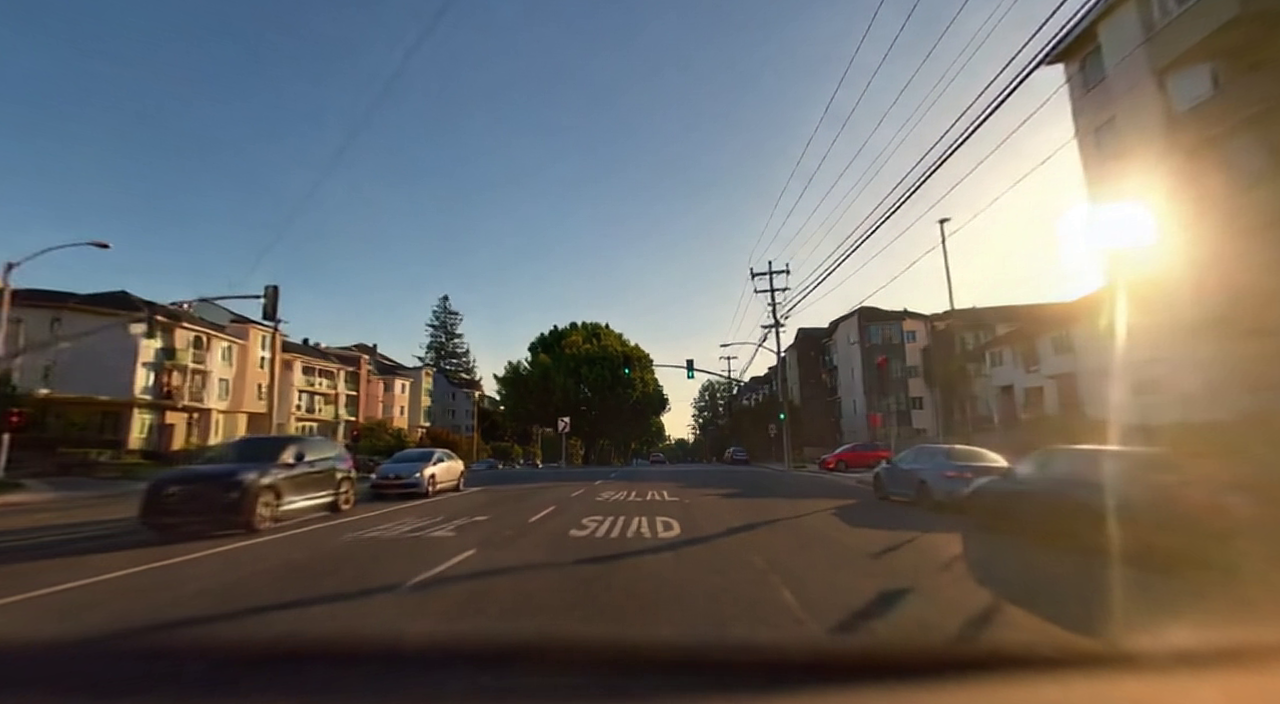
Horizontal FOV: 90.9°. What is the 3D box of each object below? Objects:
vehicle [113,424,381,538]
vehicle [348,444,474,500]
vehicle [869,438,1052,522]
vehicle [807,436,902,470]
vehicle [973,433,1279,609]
[{"bbox_3d":[-7.347,2.429,12.633,2.074,1.794,4.832,-1,-8,3],"label":"vehicle"},{"bbox_3d":[-6.863,3.618,19.534,1.953,1.471,4.744,-1,-8,2],"label":"vehicle"},{"bbox_3d":[6.606,2.632,13.591,1.838,1.496,4.064,-1,-8,1],"label":"vehicle"},{"bbox_3d":[10.772,5.102,31.964,4.171,1.654,1.919,-1,-8,5],"label":"vehicle"},{"bbox_3d":[6.159,1.748,7.656,1.839,1.461,4.645,-1,-8,2],"label":"vehicle"}]
